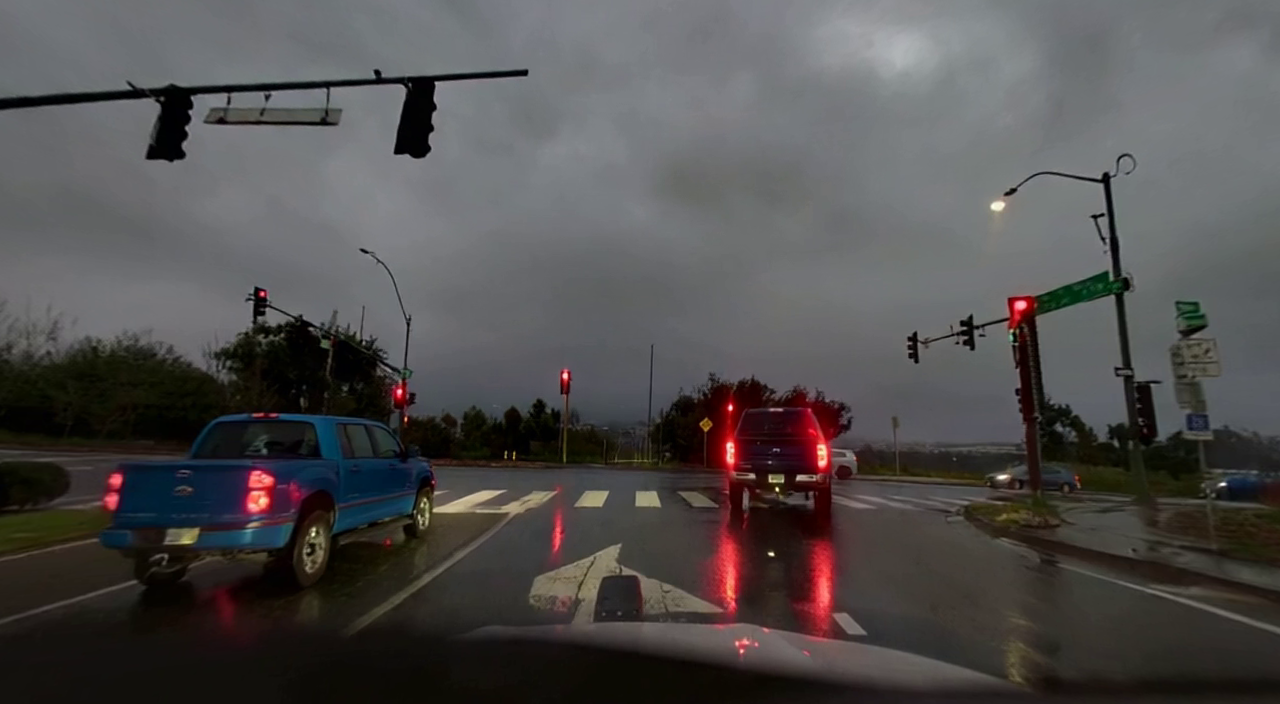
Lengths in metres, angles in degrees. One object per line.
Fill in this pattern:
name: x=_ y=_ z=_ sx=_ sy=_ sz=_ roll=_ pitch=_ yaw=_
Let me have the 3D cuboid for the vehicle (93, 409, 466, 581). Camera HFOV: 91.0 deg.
vehicle: x=-3.804 y=1.590 z=7.852 sx=1.913 sy=1.491 sz=4.547 roll=0 pitch=-8 yaw=0

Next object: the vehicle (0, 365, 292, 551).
vehicle: x=-7.143 y=1.368 z=8.418 sx=2.068 sy=1.772 sz=4.944 roll=0 pitch=-8 yaw=1

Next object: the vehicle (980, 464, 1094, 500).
vehicle: x=20.205 y=6.610 z=32.208 sx=4.356 sy=1.498 sz=1.957 roll=-4 pitch=-8 yaw=4

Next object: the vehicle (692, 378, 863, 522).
vehicle: x=2.963 y=2.119 z=13.836 sx=2.851 sy=2.400 sz=5.978 roll=-2 pitch=-9 yaw=12

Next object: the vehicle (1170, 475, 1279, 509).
vehicle: x=29.614 y=7.006 z=31.645 sx=4.322 sy=1.522 sz=1.795 roll=0 pitch=-8 yaw=-1

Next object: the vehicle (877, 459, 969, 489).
vehicle: x=16.641 y=7.175 z=37.169 sx=4.537 sy=1.608 sz=1.827 roll=0 pitch=-8 yaw=2
